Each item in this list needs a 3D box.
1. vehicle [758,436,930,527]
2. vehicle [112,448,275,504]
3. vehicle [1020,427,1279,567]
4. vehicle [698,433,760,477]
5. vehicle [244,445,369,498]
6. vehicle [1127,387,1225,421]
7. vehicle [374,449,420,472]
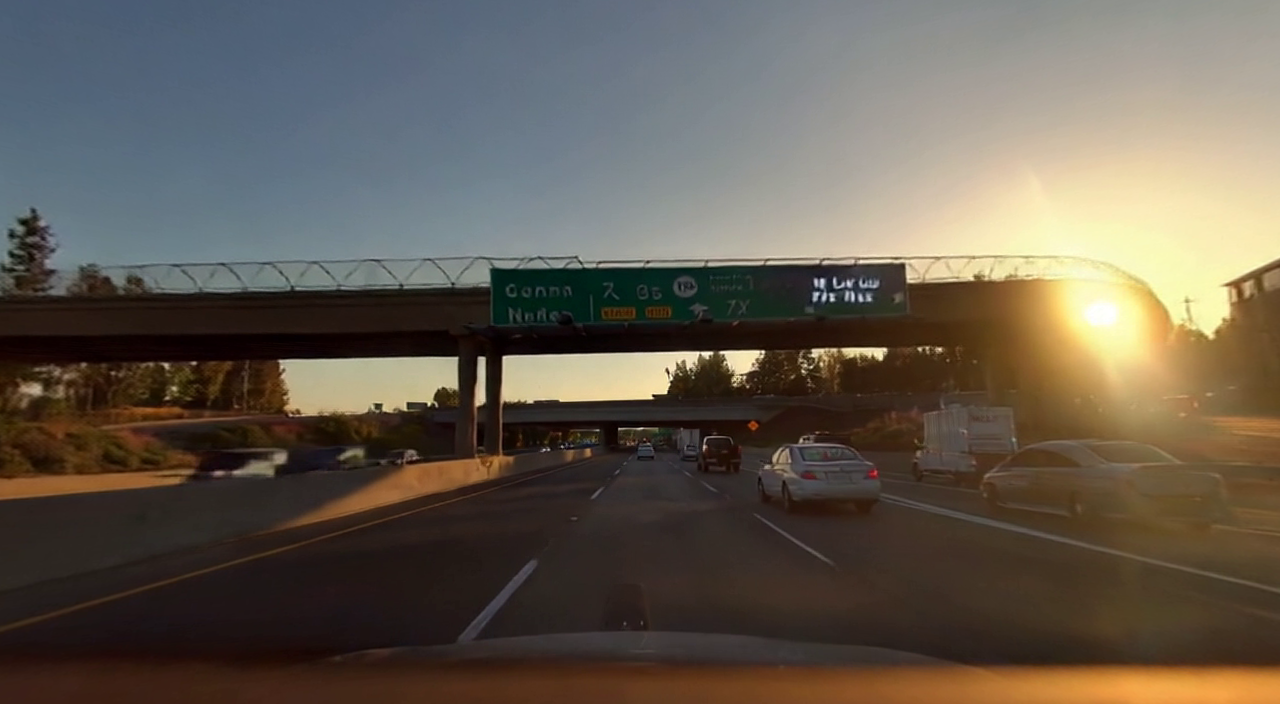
[{"bbox_3d":[3.774,2.457,12.631,1.902,1.481,4.451,0,-8,-1],"label":"vehicle"},{"bbox_3d":[-15.208,4.208,21.940,1.968,1.663,5.013,0,-8,1],"label":"vehicle"},{"bbox_3d":[7.731,1.869,8.966,1.919,1.476,4.303,0,-8,0],"label":"vehicle"},{"bbox_3d":[4.092,4.822,29.752,2.086,1.858,4.737,0,-8,-1],"label":"vehicle"},{"bbox_3d":[-11.626,4.152,22.393,1.894,1.647,4.514,0,-8,1],"label":"vehicle"},{"bbox_3d":[33.718,3.331,39.899,2.131,1.840,4.870,-1,-8,4],"label":"vehicle"},{"bbox_3d":[-19.054,8.545,49.690,1.870,1.672,4.349,0,-8,0],"label":"vehicle"}]
